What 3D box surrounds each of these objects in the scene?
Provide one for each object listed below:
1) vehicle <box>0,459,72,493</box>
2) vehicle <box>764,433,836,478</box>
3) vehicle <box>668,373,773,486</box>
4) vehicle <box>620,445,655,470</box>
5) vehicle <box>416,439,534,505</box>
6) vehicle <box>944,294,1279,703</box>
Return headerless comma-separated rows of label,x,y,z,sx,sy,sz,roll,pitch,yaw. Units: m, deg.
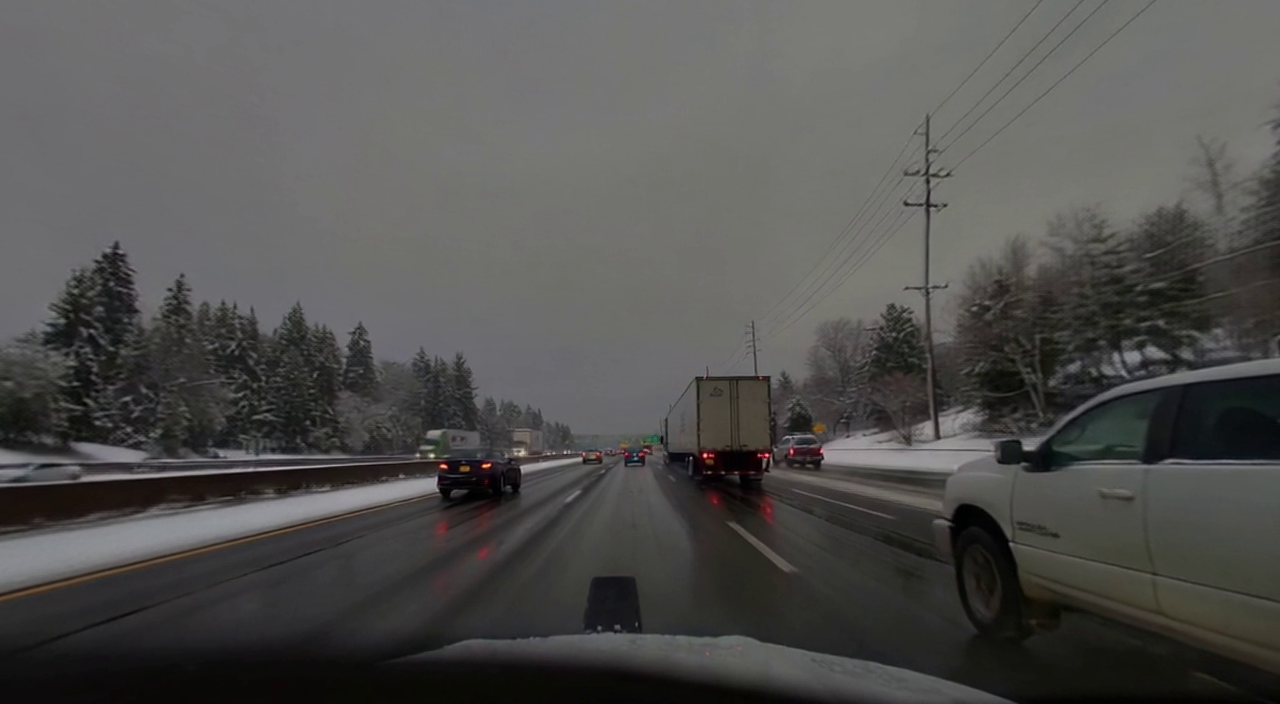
vehicle,-30.315,5.925,30.249,1.956,1.447,4.610,0,-8,-4
vehicle,7.353,4.787,29.408,2.079,1.938,4.630,0,-8,-1
vehicle,3.304,3.990,31.145,2.907,4.109,16.177,0,-8,-1
vehicle,-0.136,6.472,38.862,2.047,1.485,3.938,0,-8,1
vehicle,-4.115,3.038,16.394,1.968,1.507,3.829,0,-8,1
vehicle,3.375,0.721,2.185,2.132,1.869,4.978,0,-8,0
